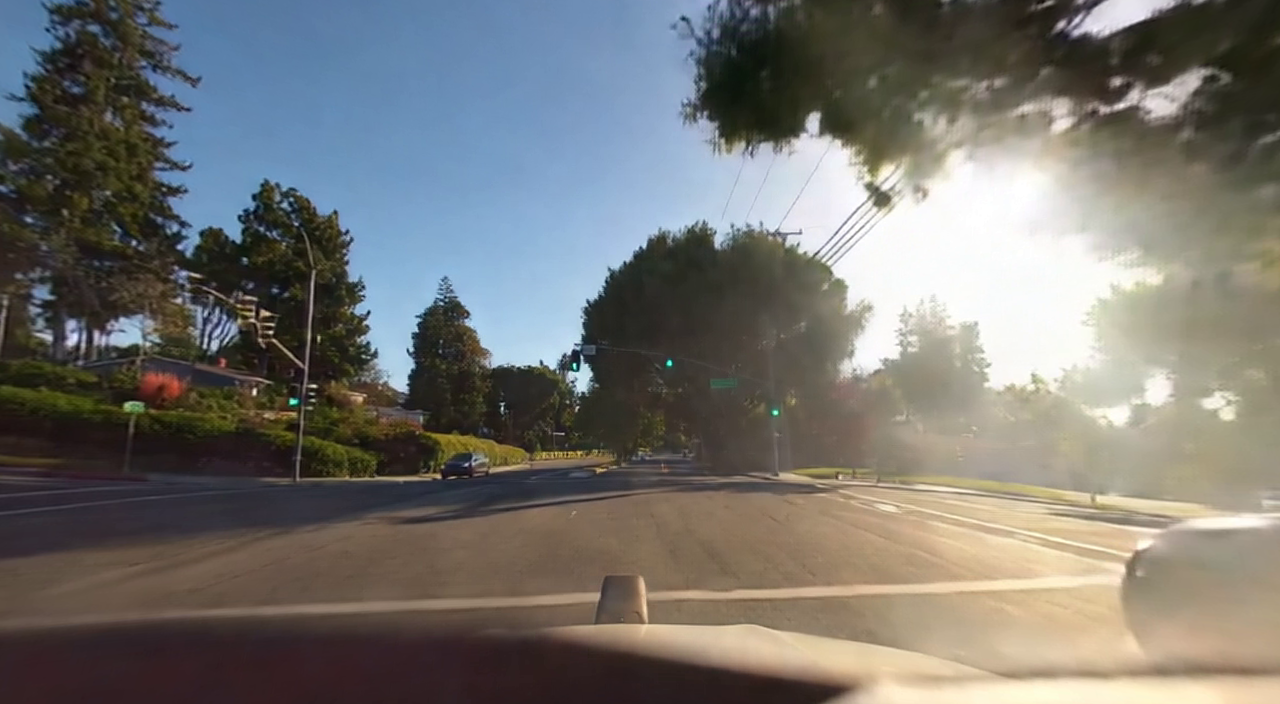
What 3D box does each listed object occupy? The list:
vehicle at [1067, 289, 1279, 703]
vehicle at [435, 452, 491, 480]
[{"bbox_3d":[3.295,0.498,0.658,2.256,1.856,4.840,0,-9,0],"label":"vehicle"},{"bbox_3d":[-10.366,6.687,37.250,1.983,1.482,4.190,-1,-9,2],"label":"vehicle"}]
